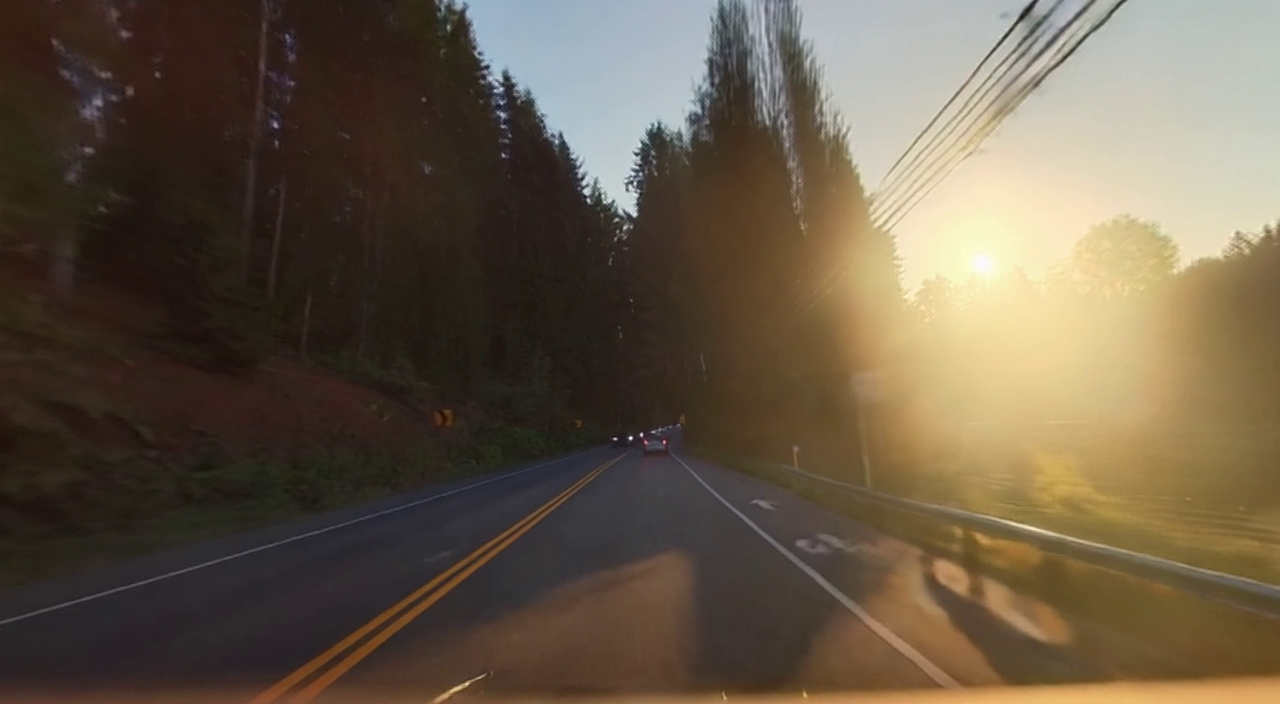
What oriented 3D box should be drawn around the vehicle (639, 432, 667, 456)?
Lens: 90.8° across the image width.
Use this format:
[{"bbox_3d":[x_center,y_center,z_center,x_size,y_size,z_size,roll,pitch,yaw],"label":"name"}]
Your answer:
[{"bbox_3d":[1.057,7.142,49.012,2.083,1.767,4.448,0,-8,2],"label":"vehicle"}]
